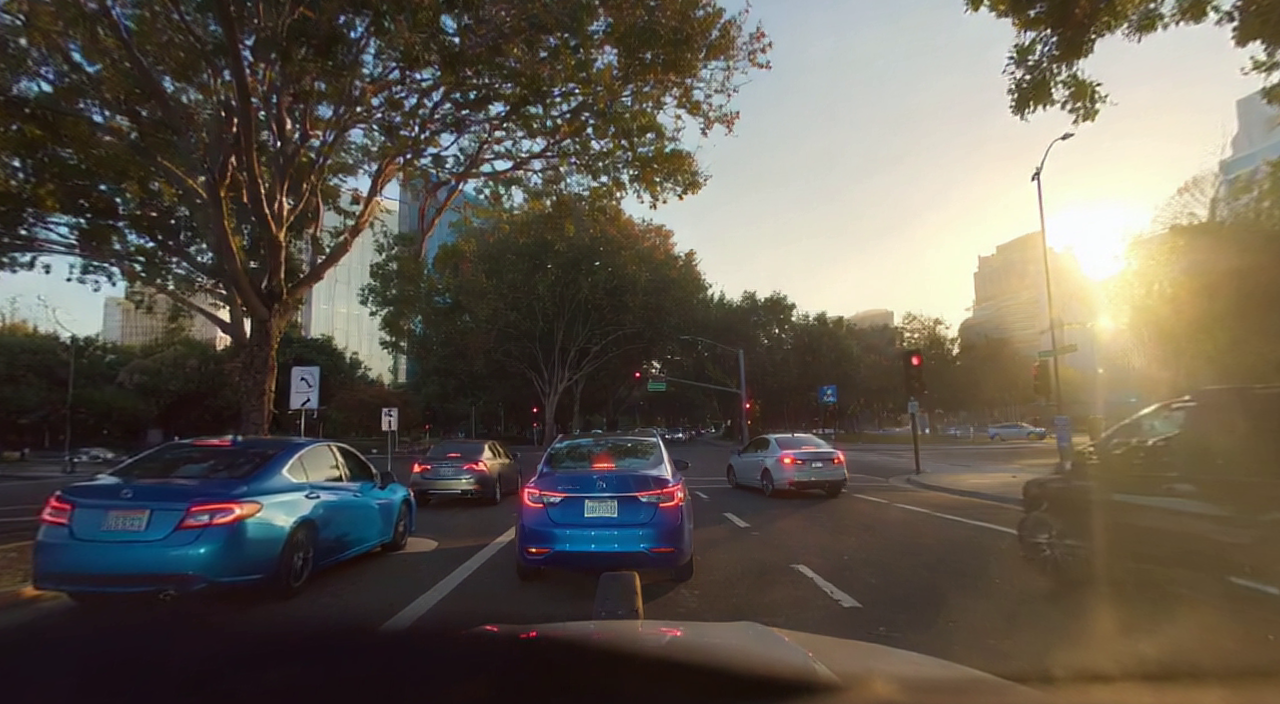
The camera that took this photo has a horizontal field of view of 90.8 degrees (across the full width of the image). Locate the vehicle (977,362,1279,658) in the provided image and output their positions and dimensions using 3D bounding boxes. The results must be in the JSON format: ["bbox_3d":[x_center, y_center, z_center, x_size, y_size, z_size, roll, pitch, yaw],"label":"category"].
[{"bbox_3d":[4.807,1.061,4.600,2.038,1.750,4.535,0,-8,-2],"label":"vehicle"}]

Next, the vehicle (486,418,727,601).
[{"bbox_3d":[-0.345,1.645,7.535,2.045,1.533,4.183,0,-8,-2],"label":"vehicle"}]

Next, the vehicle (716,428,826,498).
[{"bbox_3d":[3.445,3.008,17.513,2.028,1.678,4.220,0,-8,-2],"label":"vehicle"}]

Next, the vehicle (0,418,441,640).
[{"bbox_3d":[-3.802,1.525,6.544,2.074,1.485,4.395,0,-8,0],"label":"vehicle"}]
